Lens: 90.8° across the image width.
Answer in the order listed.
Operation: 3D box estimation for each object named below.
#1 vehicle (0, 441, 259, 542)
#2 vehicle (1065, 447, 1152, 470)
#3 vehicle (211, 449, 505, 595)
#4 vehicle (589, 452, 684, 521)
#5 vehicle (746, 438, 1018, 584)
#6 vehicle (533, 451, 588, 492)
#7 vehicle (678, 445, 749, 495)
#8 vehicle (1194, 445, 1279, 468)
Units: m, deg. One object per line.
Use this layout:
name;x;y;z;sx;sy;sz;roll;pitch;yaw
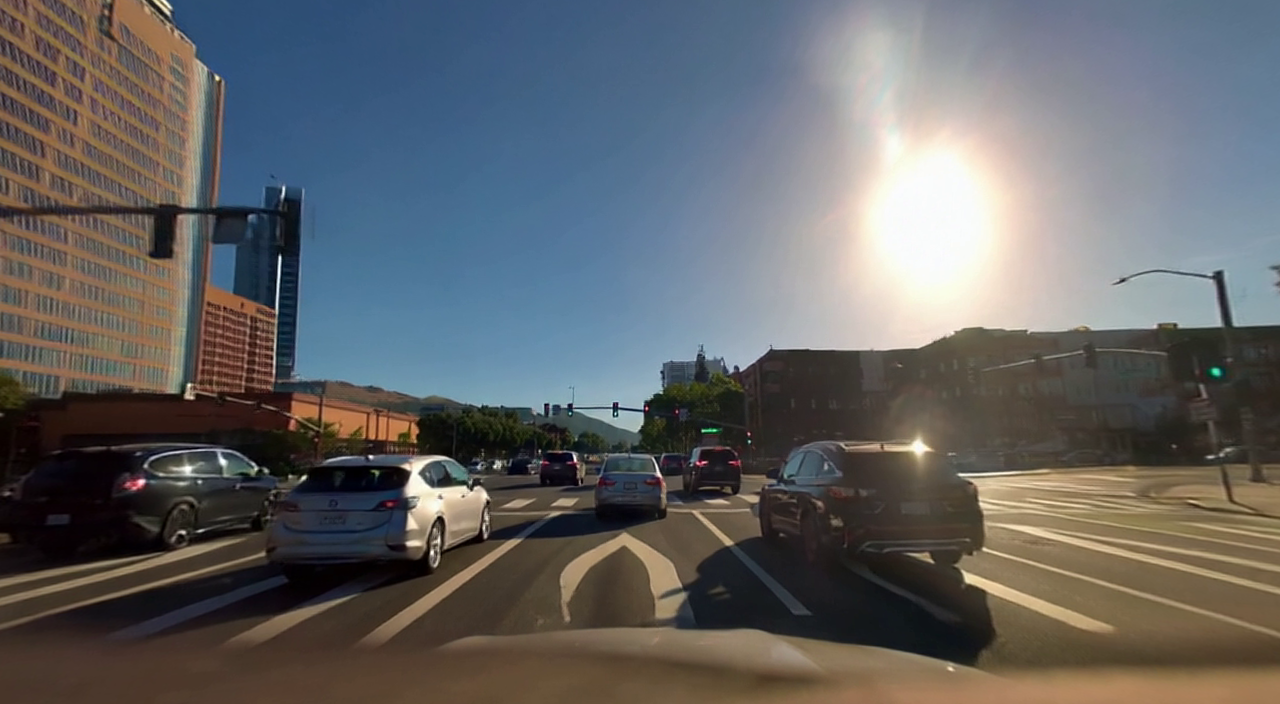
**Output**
vehicle;-10.189;2.732;13.090;1.934;1.713;4.281;0;-9;-1
vehicle;31.130;7.087;42.041;4.357;1.444;1.783;0;-9;-2
vehicle;-3.375;2.096;8.782;2.045;1.463;4.490;0;-9;0
vehicle;-0.106;3.296;15.977;2.098;1.461;3.958;0;-9;-1
vehicle;3.068;2.110;9.419;1.996;1.566;4.917;0;-9;-1
vehicle;-3.629;5.516;29.505;2.033;1.714;4.278;0;-9;0
vehicle;2.778;4.589;24.961;2.138;1.778;4.422;0;-9;-1
vehicle;40.038;6.944;42.024;4.644;1.430;1.781;0;-9;-1
